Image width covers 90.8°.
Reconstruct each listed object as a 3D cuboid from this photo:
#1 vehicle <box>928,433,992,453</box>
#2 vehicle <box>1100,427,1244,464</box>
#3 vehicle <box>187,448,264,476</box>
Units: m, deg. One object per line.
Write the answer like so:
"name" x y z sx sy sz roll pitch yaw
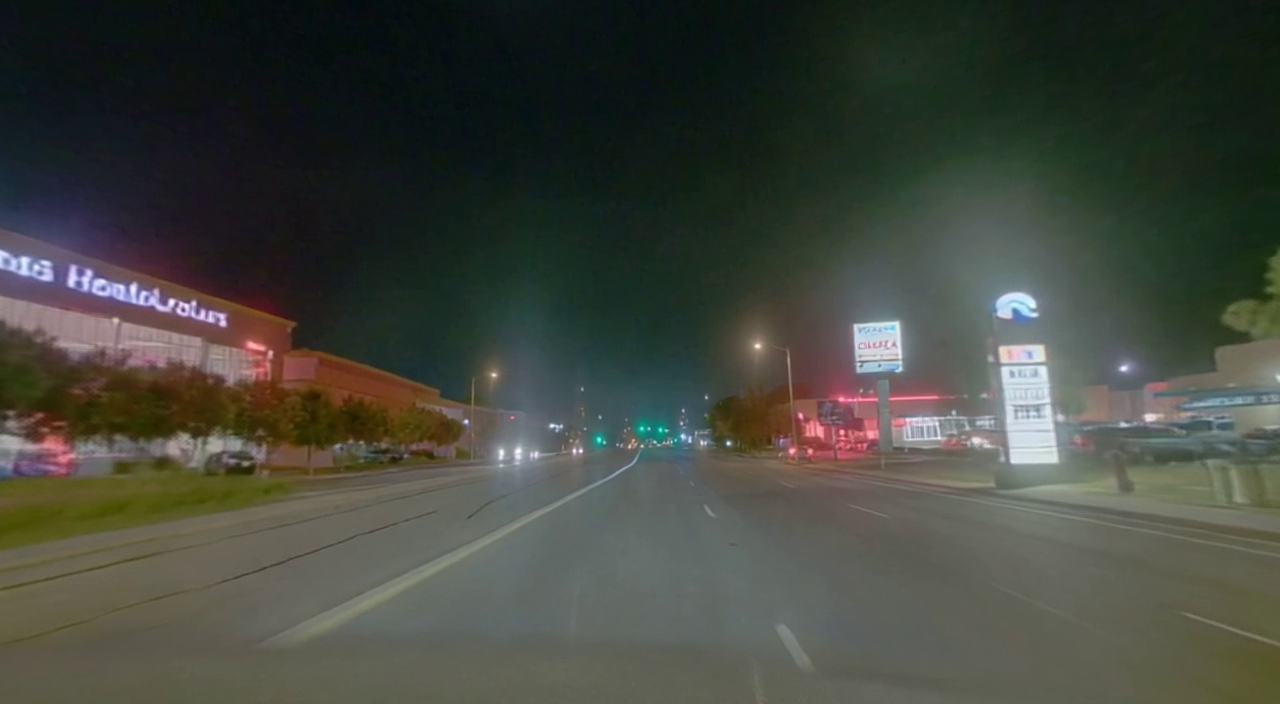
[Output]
"vehicle" 22.731 6.477 44.998 3.547 1.360 1.951 0 -8 3
"vehicle" 21.460 3.792 25.620 4.095 1.386 1.784 0 -8 3
"vehicle" -24.469 6.434 37.257 4.605 1.509 1.845 -5 -10 31
